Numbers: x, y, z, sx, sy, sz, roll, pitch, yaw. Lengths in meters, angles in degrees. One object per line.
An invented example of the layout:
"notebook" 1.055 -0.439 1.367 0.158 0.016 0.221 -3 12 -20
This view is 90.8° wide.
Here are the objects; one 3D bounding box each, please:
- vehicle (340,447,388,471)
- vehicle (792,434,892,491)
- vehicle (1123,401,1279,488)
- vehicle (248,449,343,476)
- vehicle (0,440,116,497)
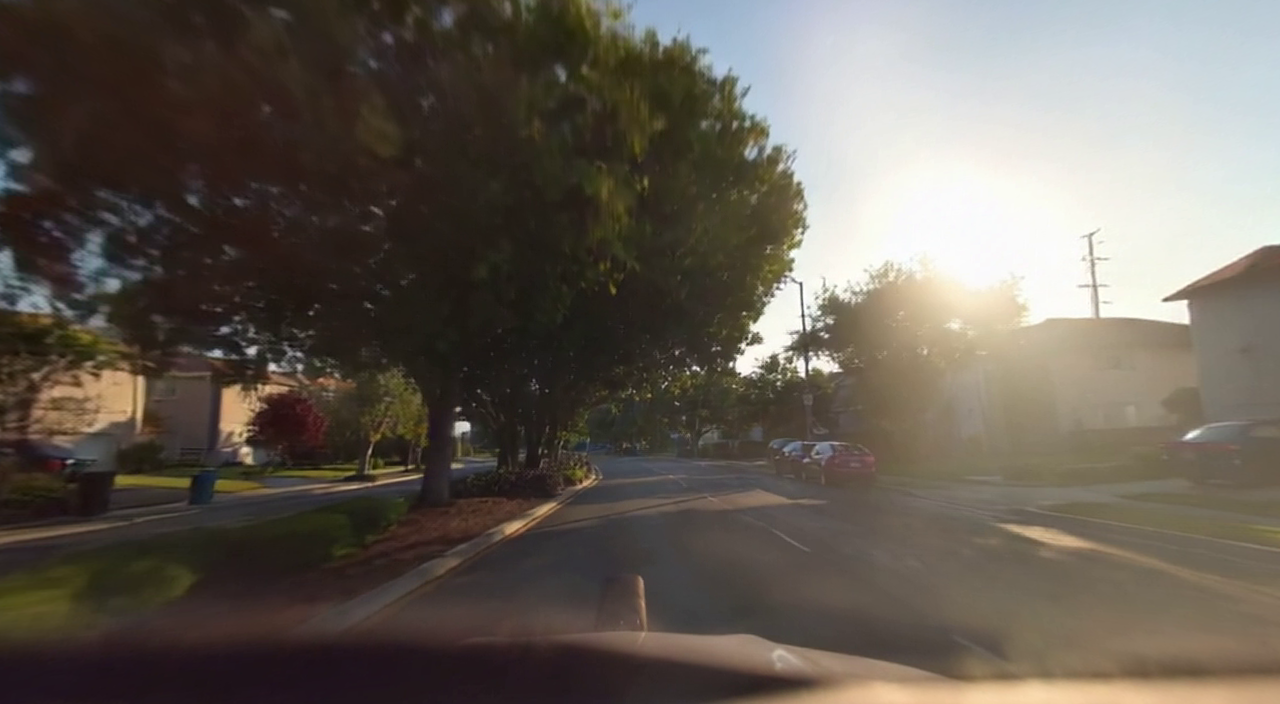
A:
"vehicle" -18.770 7.290 43.140 1.998 1.492 4.660 1 -8 -11
"vehicle" 6.760 3.741 21.763 1.996 1.745 4.556 -1 -8 1
"vehicle" 15.231 2.203 15.678 4.513 1.818 2.159 -5 -8 0
"vehicle" -20.127 6.441 37.085 4.367 1.466 1.980 0 -8 -3
"vehicle" -21.171 3.823 20.857 5.659 1.769 2.073 0 -8 -3
